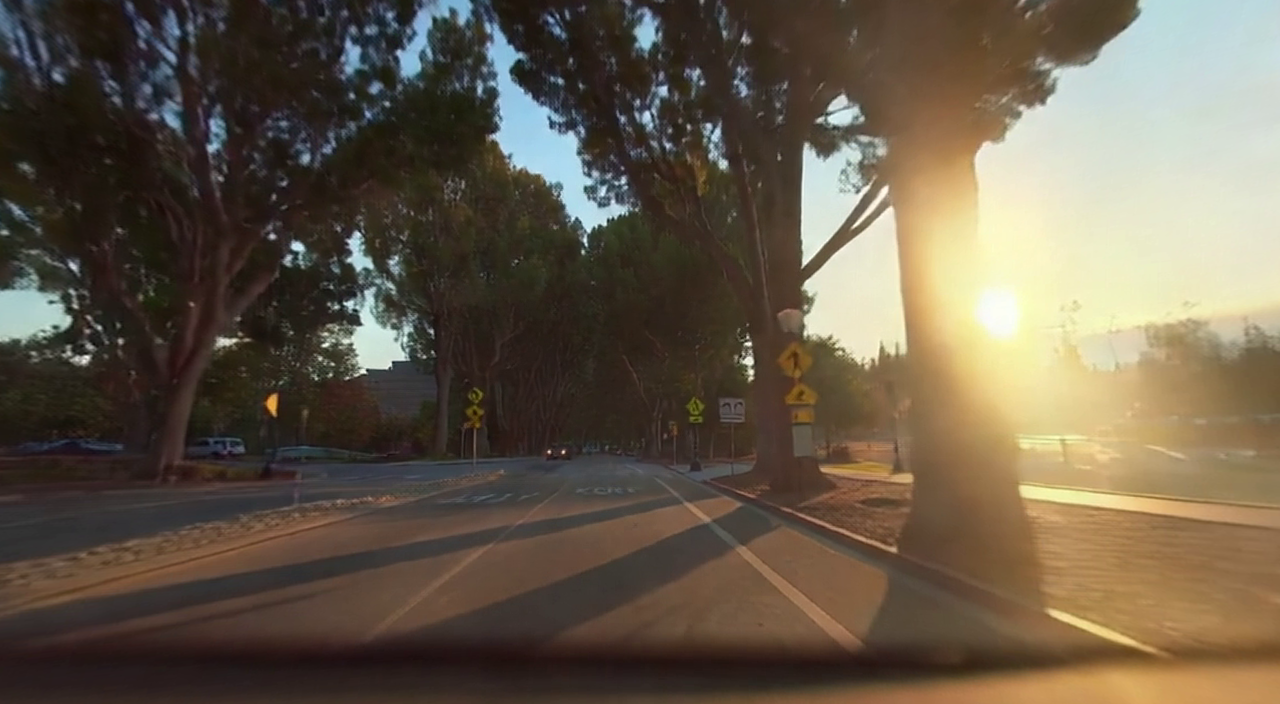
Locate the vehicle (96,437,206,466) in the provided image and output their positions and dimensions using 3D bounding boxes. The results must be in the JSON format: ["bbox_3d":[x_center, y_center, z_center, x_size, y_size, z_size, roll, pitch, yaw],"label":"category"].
[{"bbox_3d":[-26.994,5.481,34.983,4.534,1.488,1.930,-1,-8,2],"label":"vehicle"}]

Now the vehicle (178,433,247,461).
[{"bbox_3d":[-29.409,6.563,43.644,1.922,1.805,4.208,0,-8,-2],"label":"vehicle"}]

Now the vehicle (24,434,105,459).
[{"bbox_3d":[-39.450,6.493,43.453,1.828,1.553,3.924,1,-8,0],"label":"vehicle"}]
